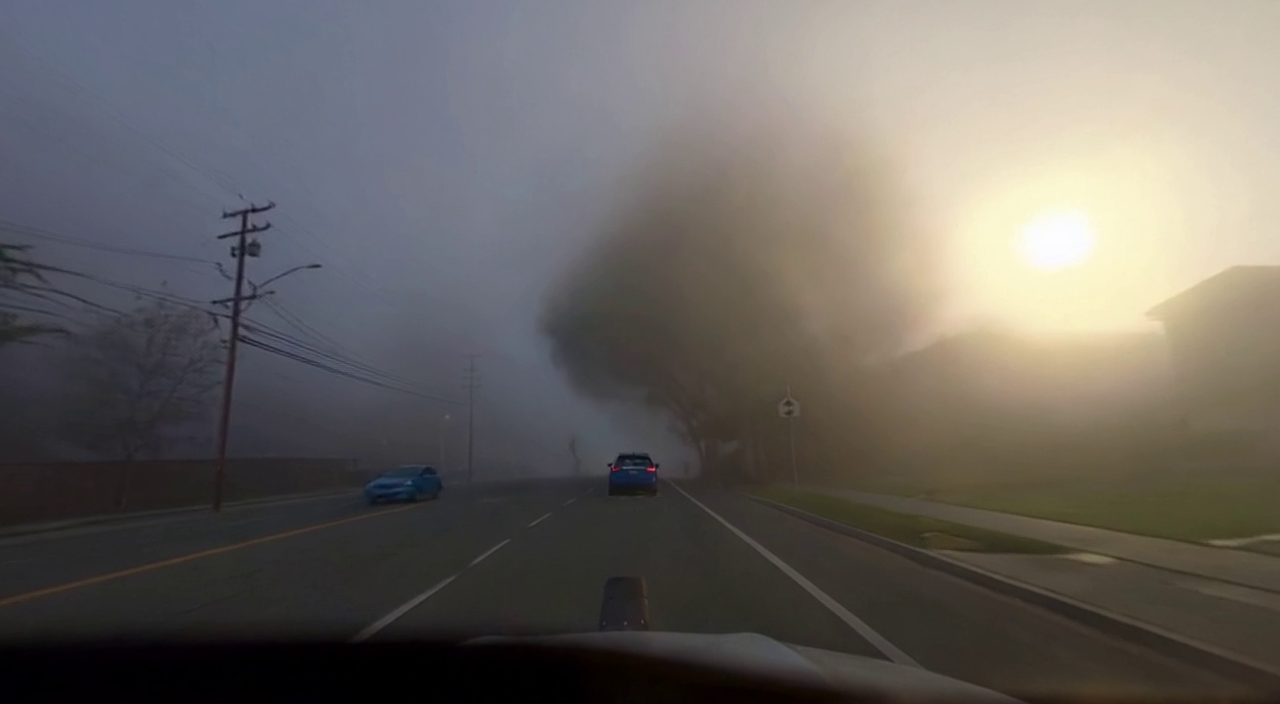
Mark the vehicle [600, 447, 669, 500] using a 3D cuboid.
[{"bbox_3d":[-0.196,4.196,22.287,2.200,1.653,4.127,0,-8,-1],"label":"vehicle"}]

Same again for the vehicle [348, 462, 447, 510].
[{"bbox_3d":[-9.207,5.109,24.442,1.960,1.490,4.674,0,-8,1],"label":"vehicle"}]
